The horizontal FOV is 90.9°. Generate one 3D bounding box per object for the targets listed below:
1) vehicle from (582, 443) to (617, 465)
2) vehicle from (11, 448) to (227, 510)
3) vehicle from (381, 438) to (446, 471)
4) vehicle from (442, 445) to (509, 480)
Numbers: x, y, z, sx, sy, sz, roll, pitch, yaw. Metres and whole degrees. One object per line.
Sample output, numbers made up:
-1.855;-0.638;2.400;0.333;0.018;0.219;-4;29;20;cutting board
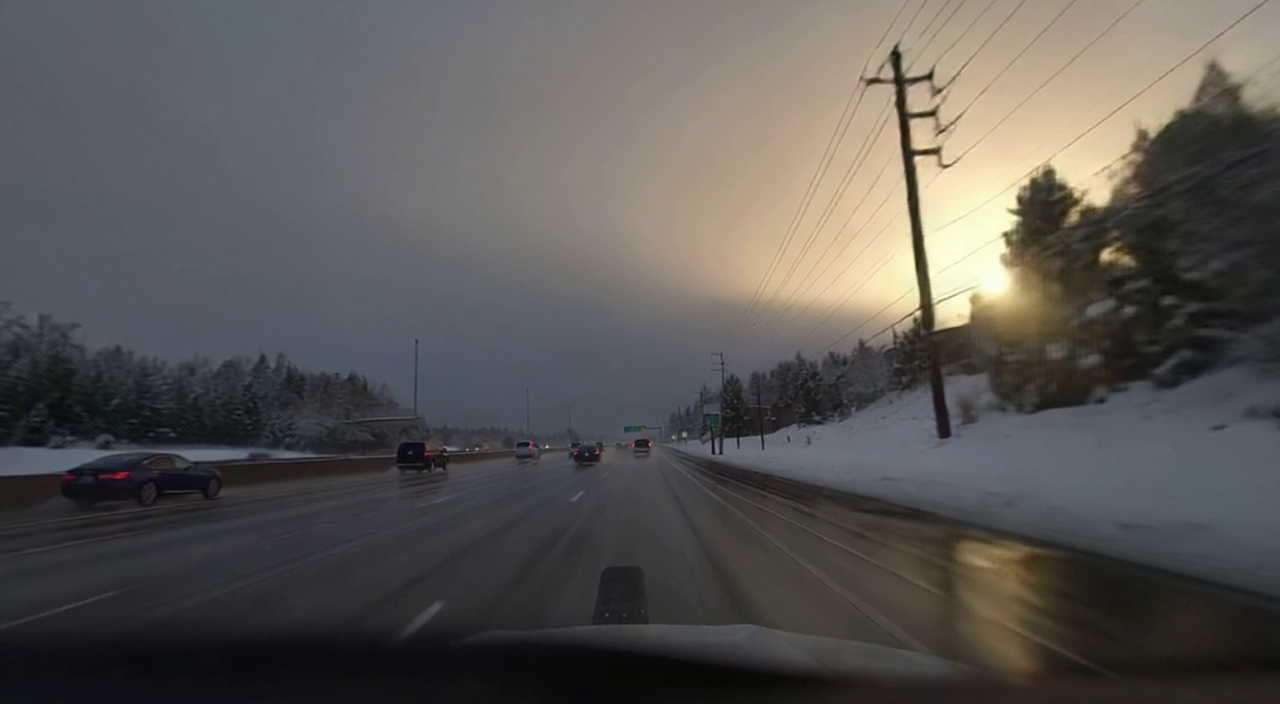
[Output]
-2.728;7.085;43.816;2.064;1.446;4.409;0;-9;1;vehicle
-14.350;3.478;17.874;1.885;1.474;4.849;0;-9;1;vehicle
-14.347;6.525;40.289;2.172;1.946;5.017;0;-9;1;vehicle
-7.447;5.014;28.986;1.899;1.472;4.202;0;-9;1;vehicle
